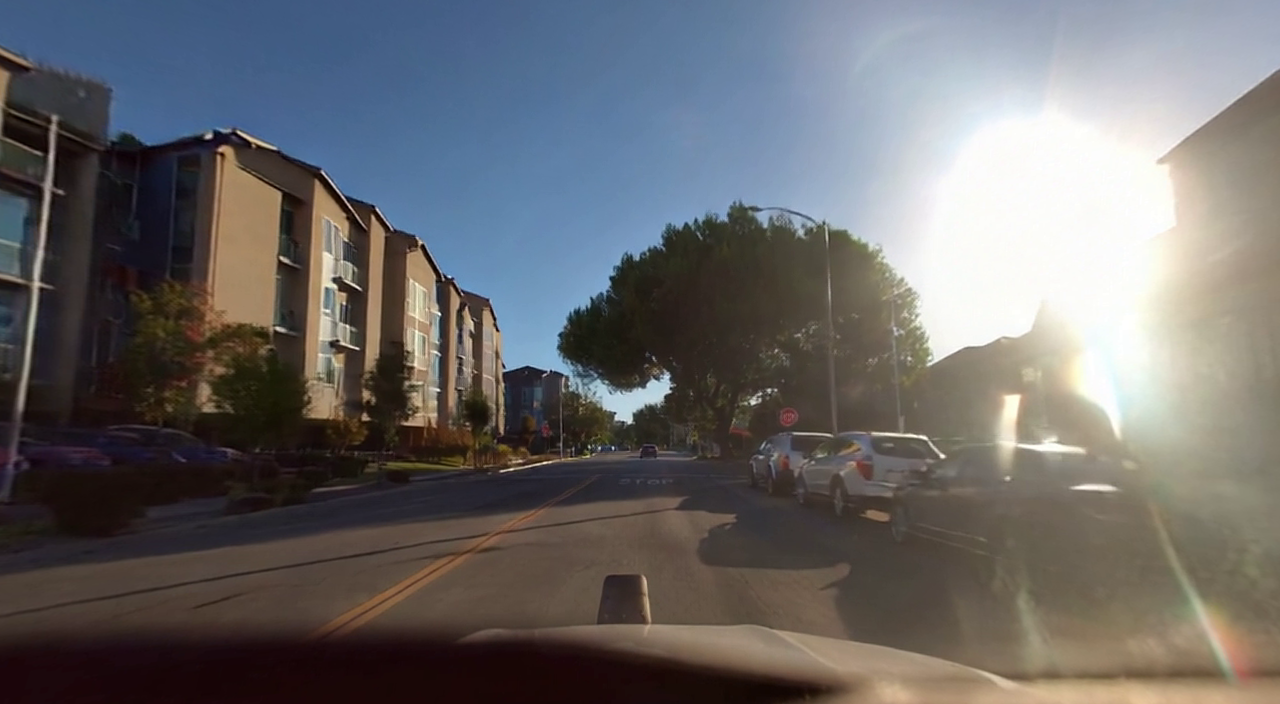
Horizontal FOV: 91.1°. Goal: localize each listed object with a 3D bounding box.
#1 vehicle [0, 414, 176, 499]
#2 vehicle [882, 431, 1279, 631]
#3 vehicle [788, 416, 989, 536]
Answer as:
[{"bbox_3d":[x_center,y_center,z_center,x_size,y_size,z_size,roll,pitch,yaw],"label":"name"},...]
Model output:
[{"bbox_3d":[-15.860,2.708,16.460,5.525,2.057,2.256,0,-8,1],"label":"vehicle"},{"bbox_3d":[4.417,1.677,6.959,1.801,1.491,4.308,0,-8,1],"label":"vehicle"},{"bbox_3d":[4.394,2.263,12.067,2.041,1.838,4.524,0,-8,1],"label":"vehicle"}]
